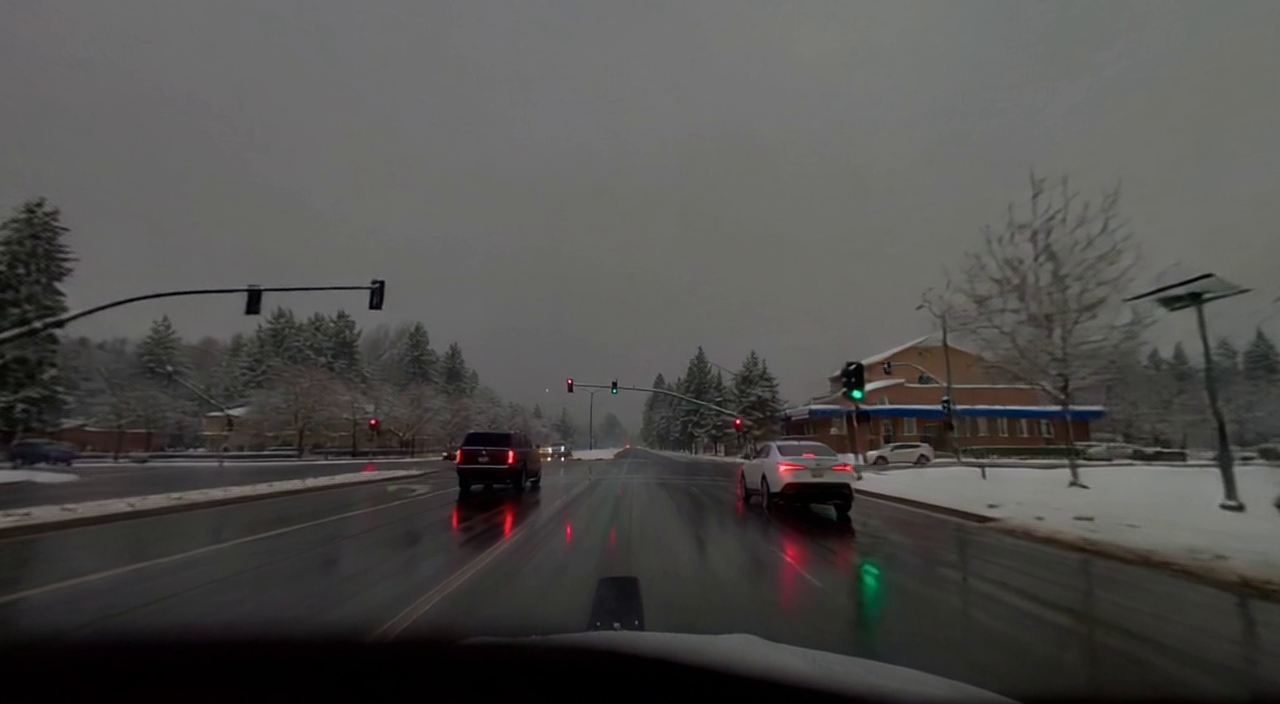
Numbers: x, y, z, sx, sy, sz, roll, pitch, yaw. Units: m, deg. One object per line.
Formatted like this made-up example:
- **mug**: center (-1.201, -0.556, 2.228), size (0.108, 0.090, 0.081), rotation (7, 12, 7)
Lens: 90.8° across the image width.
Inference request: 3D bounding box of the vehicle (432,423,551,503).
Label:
- **vehicle**: center (-3.702, 2.871, 16.697), size (1.997, 1.806, 4.500), rotation (0, -8, 1)

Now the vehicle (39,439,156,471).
- **vehicle**: center (-36.521, 6.934, 42.636), size (5.569, 2.088, 2.426), rotation (0, -8, 0)

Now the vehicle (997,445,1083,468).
- **vehicle**: center (28.739, 7.492, 45.464), size (4.874, 1.625, 1.930), rotation (0, -8, 0)

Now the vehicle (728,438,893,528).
- **vehicle**: center (3.238, 2.577, 13.164), size (1.975, 1.502, 4.787), rotation (0, -8, -2)

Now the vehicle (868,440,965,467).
- **vehicle**: center (19.996, 7.376, 45.898), size (5.886, 1.798, 2.407), rotation (-1, -9, 0)
